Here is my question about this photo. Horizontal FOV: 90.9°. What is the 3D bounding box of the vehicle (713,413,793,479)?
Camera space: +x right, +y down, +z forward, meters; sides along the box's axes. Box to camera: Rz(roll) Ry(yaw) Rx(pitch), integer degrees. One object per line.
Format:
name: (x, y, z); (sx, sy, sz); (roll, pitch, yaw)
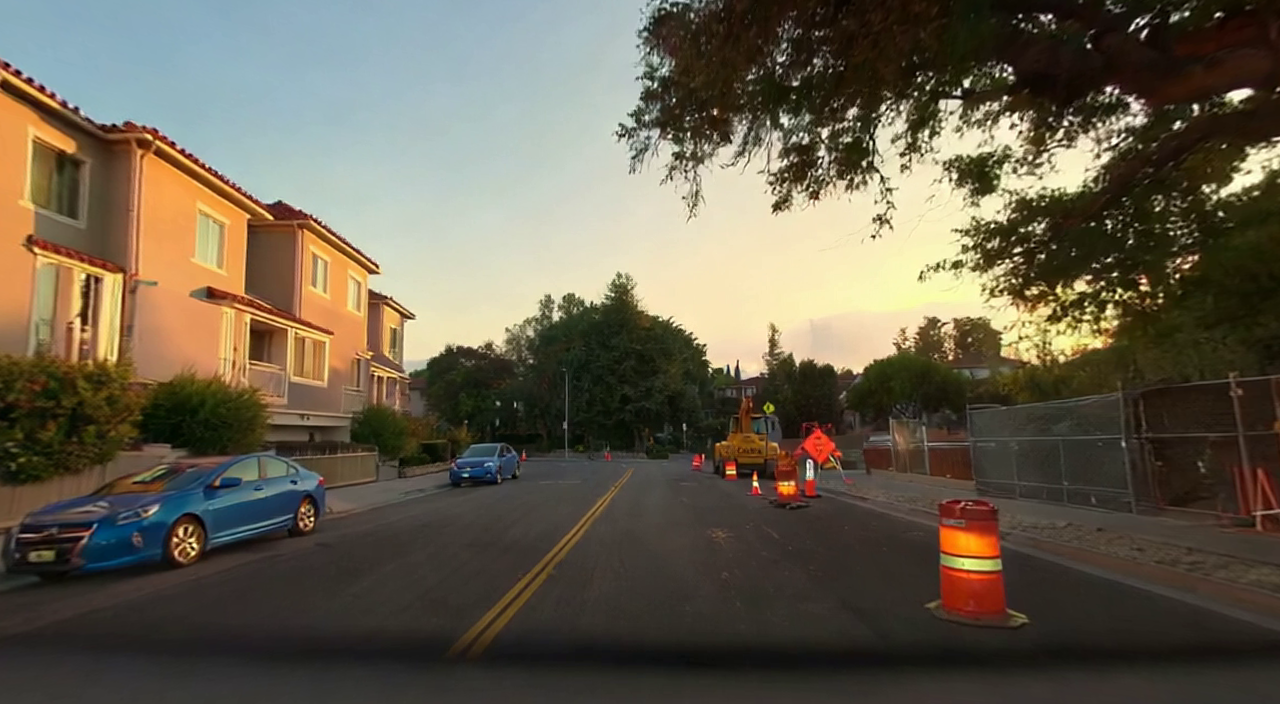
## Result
vehicle: (4.777, 4.064, 27.291); (2.501, 2.613, 3.505); (1, -9, -6)

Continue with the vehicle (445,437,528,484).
vehicle: (-6.319, 4.509, 26.594); (2.220, 1.765, 4.799); (-1, -8, 1)

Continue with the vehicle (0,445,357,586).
vehicle: (-6.430, 2.194, 9.541); (1.974, 1.479, 4.888); (-1, -8, 1)
